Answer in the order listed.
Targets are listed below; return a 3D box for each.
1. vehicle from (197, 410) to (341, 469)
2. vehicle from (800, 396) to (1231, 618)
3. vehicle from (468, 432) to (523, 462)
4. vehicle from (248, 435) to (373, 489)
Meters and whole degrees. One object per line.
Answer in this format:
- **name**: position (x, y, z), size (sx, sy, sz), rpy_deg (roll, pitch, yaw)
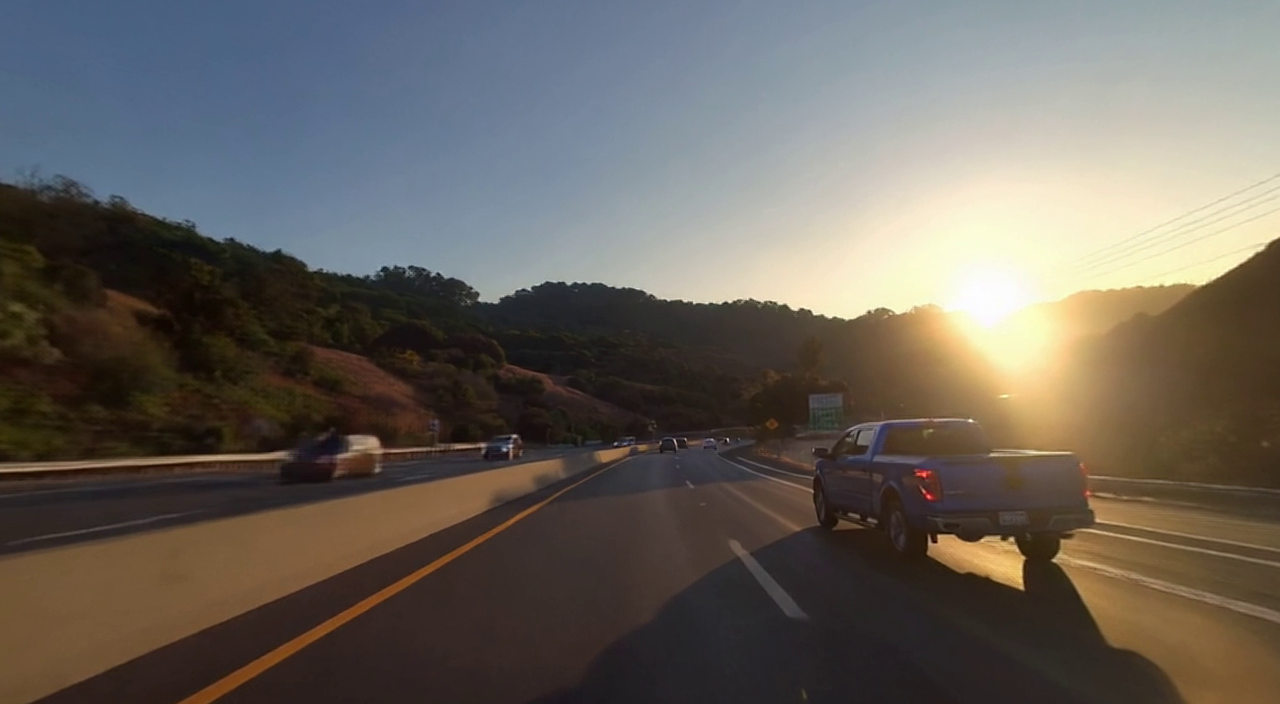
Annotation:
- **vehicle**: position (-24.130, 6.090, 42.167), size (3.203, 3.011, 10.979), rpy_deg (-4, -11, -1)
- **vehicle**: position (3.591, 1.580, 7.447), size (2.151, 1.744, 4.709), rpy_deg (0, -9, 0)
- **vehicle**: position (-9.959, 6.638, 44.094), size (2.173, 1.932, 5.712), rpy_deg (-1, -9, 4)
- **vehicle**: position (-11.079, 3.706, 21.639), size (1.970, 1.629, 4.136), rpy_deg (-1, -9, 1)
